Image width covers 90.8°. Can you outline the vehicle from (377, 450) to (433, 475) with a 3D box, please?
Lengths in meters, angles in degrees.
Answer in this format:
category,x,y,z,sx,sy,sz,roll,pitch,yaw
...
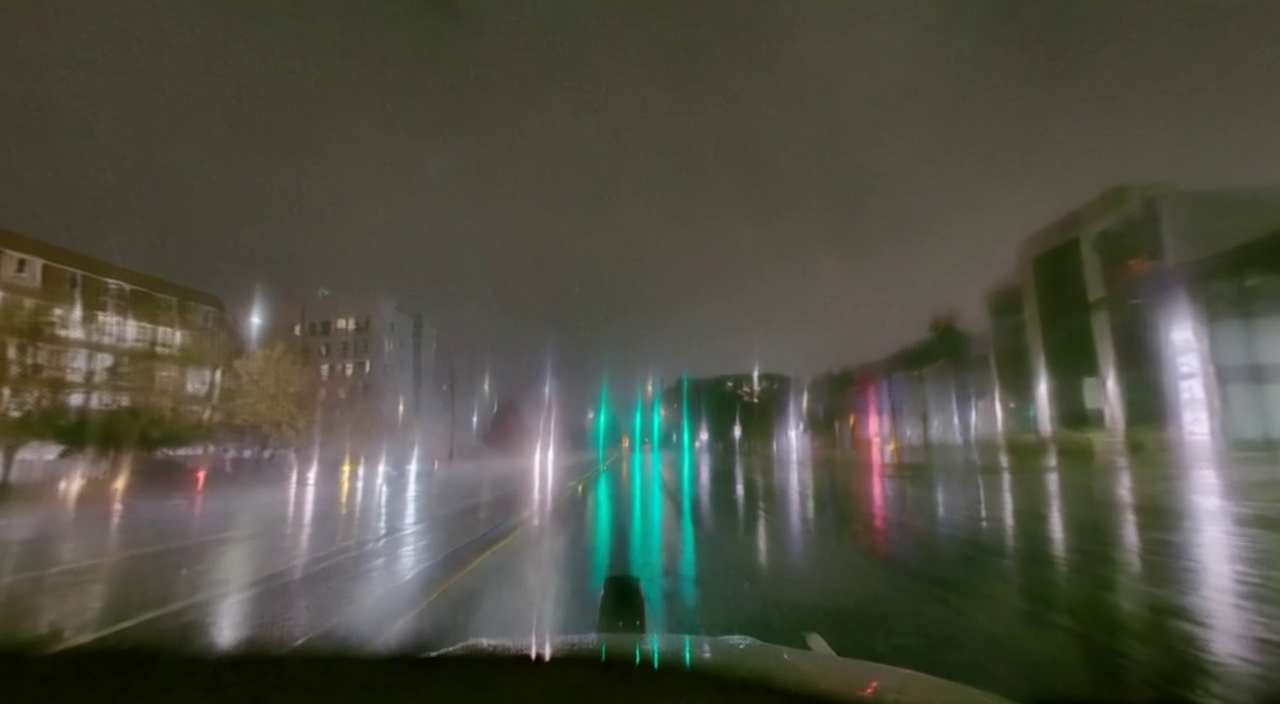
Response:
category,x,y,z,sx,sy,sz,roll,pitch,yaw
vehicle,-15.744,7.394,42.604,1.963,1.500,4.700,-1,-8,1

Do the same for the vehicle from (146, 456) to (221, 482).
category,x,y,z,sx,sy,sz,roll,pitch,yaw
vehicle,-29.860,7.644,41.370,3.637,1.430,1.636,-2,-8,-1

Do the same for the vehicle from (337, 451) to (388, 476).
category,x,y,z,sx,sy,sz,roll,pitch,yaw
vehicle,-19.925,8.013,45.538,1.815,1.629,4.123,0,-8,-1

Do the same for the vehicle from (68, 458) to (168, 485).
category,x,y,z,sx,sy,sz,roll,pitch,yaw
vehicle,-30.265,6.910,36.692,4.126,1.455,1.791,0,-9,-2

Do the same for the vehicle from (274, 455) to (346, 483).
category,x,y,z,sx,sy,sz,roll,pitch,yaw
vehicle,-19.820,7.037,38.177,1.856,1.479,4.554,-1,-8,1
